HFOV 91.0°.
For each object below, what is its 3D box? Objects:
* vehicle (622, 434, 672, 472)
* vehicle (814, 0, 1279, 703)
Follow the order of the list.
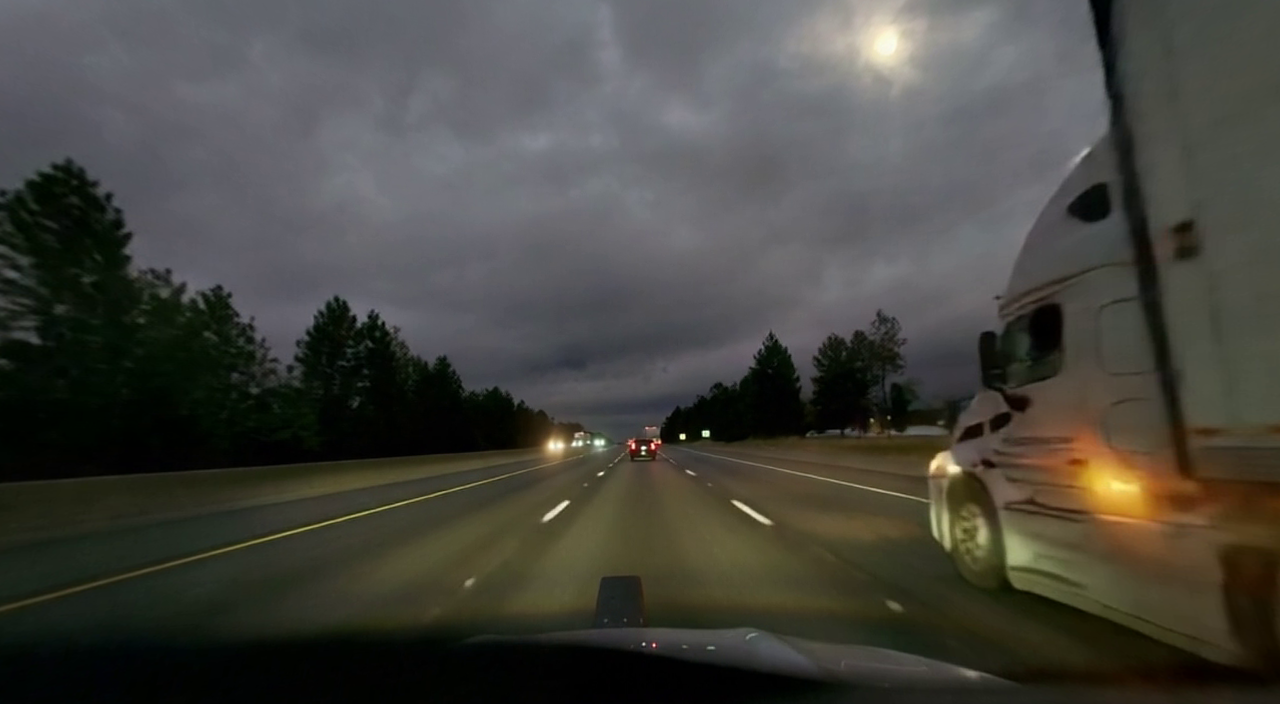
[{"bbox_3d":[0.320,4.648,29.134,2.139,1.607,4.034,0,-8,1],"label":"vehicle"},{"bbox_3d":[3.867,0.005,4.932,3.090,4.102,6.417,0,-8,0],"label":"vehicle"}]
